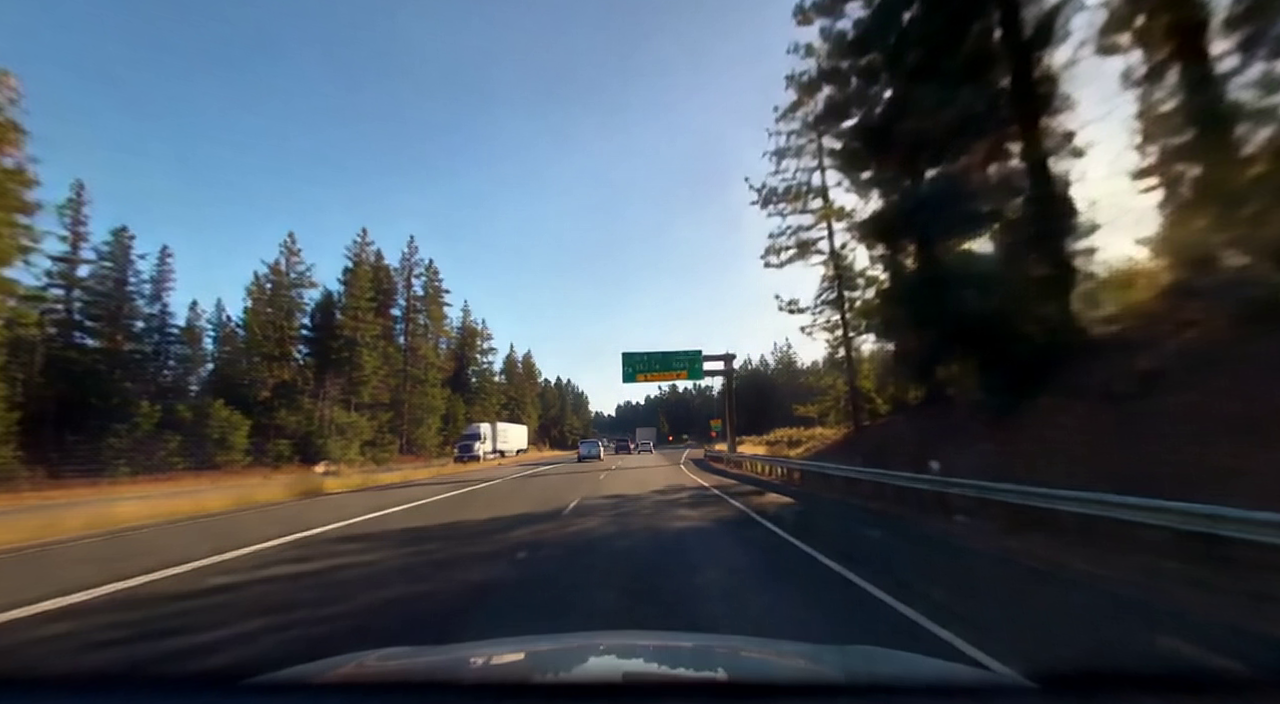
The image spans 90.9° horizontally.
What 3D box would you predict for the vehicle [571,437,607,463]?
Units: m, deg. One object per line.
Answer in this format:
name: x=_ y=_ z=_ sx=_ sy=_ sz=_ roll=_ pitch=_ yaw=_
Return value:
vehicle: x=-3.563 y=6.968 z=44.830 sx=2.129 sy=1.742 sz=4.217 roll=0 pitch=-8 yaw=1
